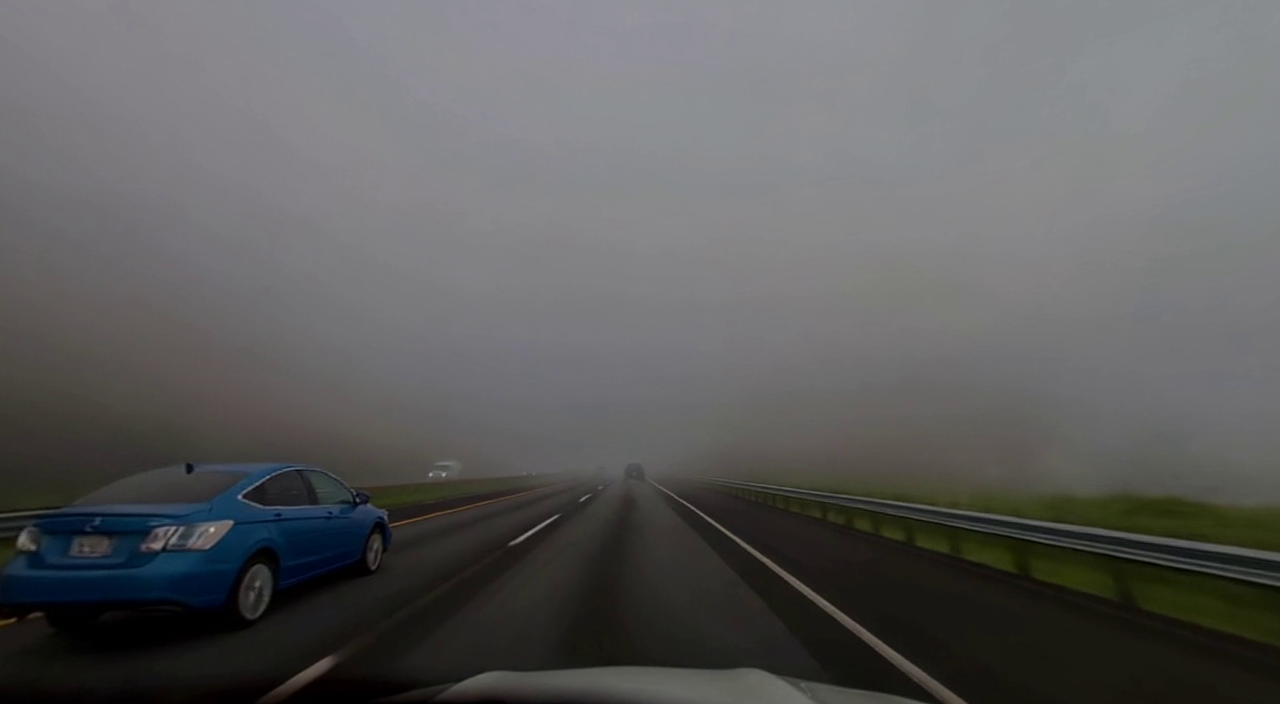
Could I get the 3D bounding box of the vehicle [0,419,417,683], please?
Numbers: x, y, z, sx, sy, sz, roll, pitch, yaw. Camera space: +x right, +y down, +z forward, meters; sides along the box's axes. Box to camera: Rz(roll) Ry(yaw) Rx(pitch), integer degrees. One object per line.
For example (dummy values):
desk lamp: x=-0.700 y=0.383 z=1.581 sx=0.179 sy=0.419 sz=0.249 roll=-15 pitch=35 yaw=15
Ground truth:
vehicle: x=-3.821 y=1.542 z=5.809 sx=2.017 sy=1.516 sz=4.041 roll=1 pitch=-11 yaw=0
